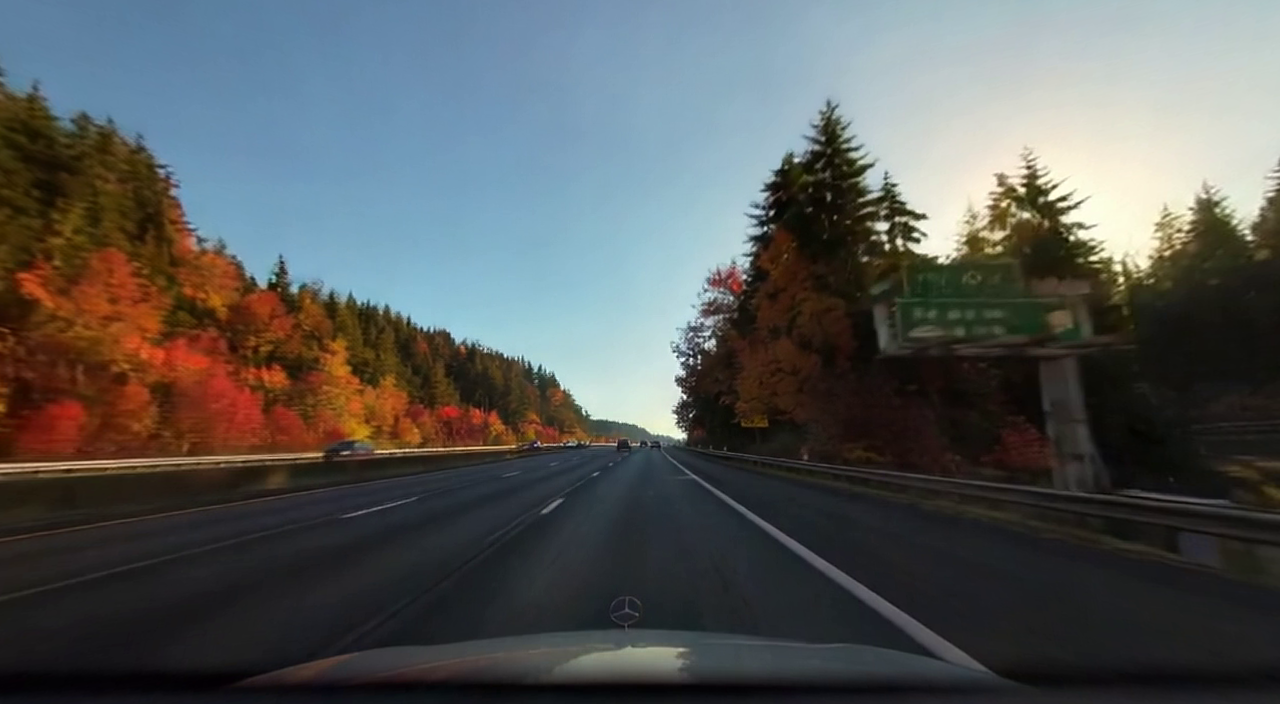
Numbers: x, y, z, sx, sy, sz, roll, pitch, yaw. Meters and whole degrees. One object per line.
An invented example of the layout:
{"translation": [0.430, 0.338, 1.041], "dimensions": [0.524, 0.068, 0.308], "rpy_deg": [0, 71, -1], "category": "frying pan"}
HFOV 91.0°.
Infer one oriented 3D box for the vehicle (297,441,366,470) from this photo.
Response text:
{"translation": [-18.485, 6.200, 37.870], "dimensions": [1.913, 1.619, 4.158], "rpy_deg": [-1, -8, 2], "category": "vehicle"}
